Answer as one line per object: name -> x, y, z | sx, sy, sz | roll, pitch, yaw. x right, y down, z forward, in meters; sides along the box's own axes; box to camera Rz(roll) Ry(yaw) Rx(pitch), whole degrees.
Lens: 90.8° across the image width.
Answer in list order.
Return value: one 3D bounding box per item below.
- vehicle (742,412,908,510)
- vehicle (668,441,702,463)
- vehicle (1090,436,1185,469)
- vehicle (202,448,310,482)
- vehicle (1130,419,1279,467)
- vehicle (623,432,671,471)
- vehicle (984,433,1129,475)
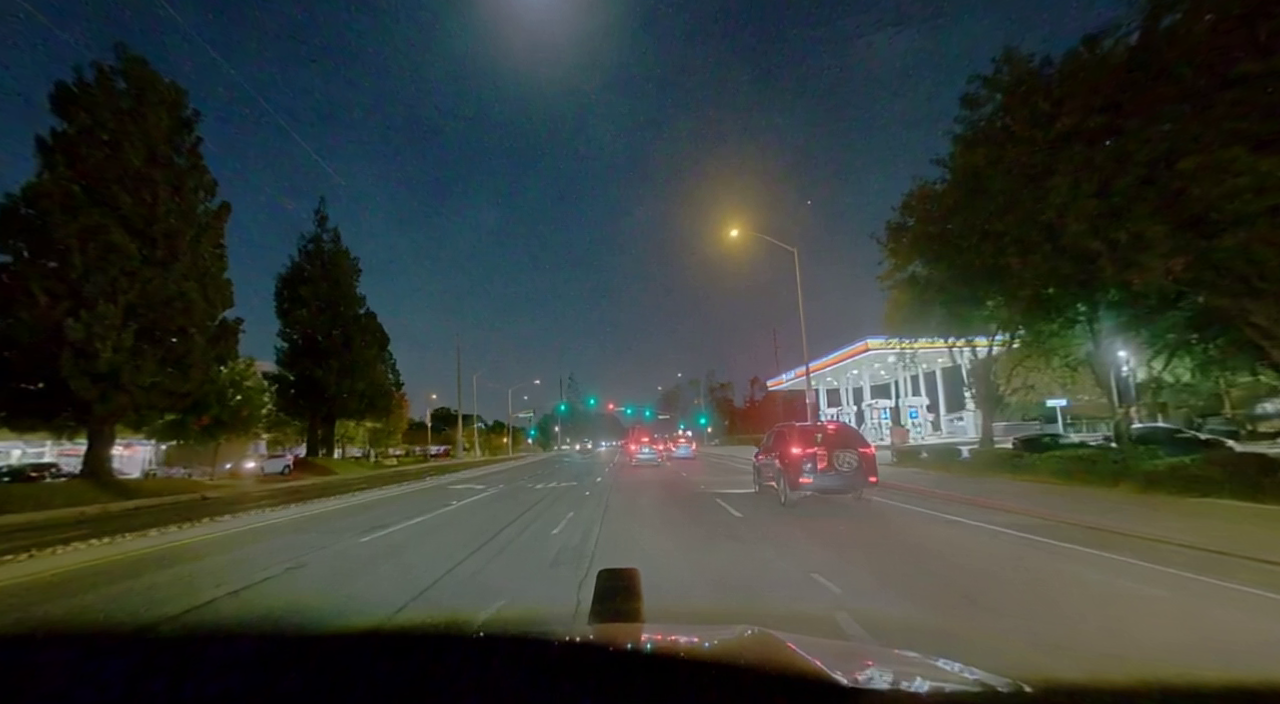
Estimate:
vehicle -> 3.816, 2.374, 14.195 | 2.116, 1.791, 5.006 | 0, -8, -1
vehicle -> 2.884, 6.497, 41.162 | 1.822, 1.331, 3.583 | 0, -8, -2
vehicle -> 22.310, 4.525, 28.480 | 1.498, 1.323, 3.303 | -2, -9, -1
vehicle -> -24.321, 7.133, 40.270 | 2.100, 1.937, 5.517 | -4, -9, 26
vehicle -> 25.099, 4.077, 28.242 | 2.272, 1.731, 5.051 | -6, -9, 0
vehicle -> 0.264, 4.781, 30.425 | 2.164, 1.718, 3.881 | 0, -8, -1
vehicle -> 15.694, 3.849, 23.971 | 4.165, 1.517, 1.795 | 0, -8, 0
